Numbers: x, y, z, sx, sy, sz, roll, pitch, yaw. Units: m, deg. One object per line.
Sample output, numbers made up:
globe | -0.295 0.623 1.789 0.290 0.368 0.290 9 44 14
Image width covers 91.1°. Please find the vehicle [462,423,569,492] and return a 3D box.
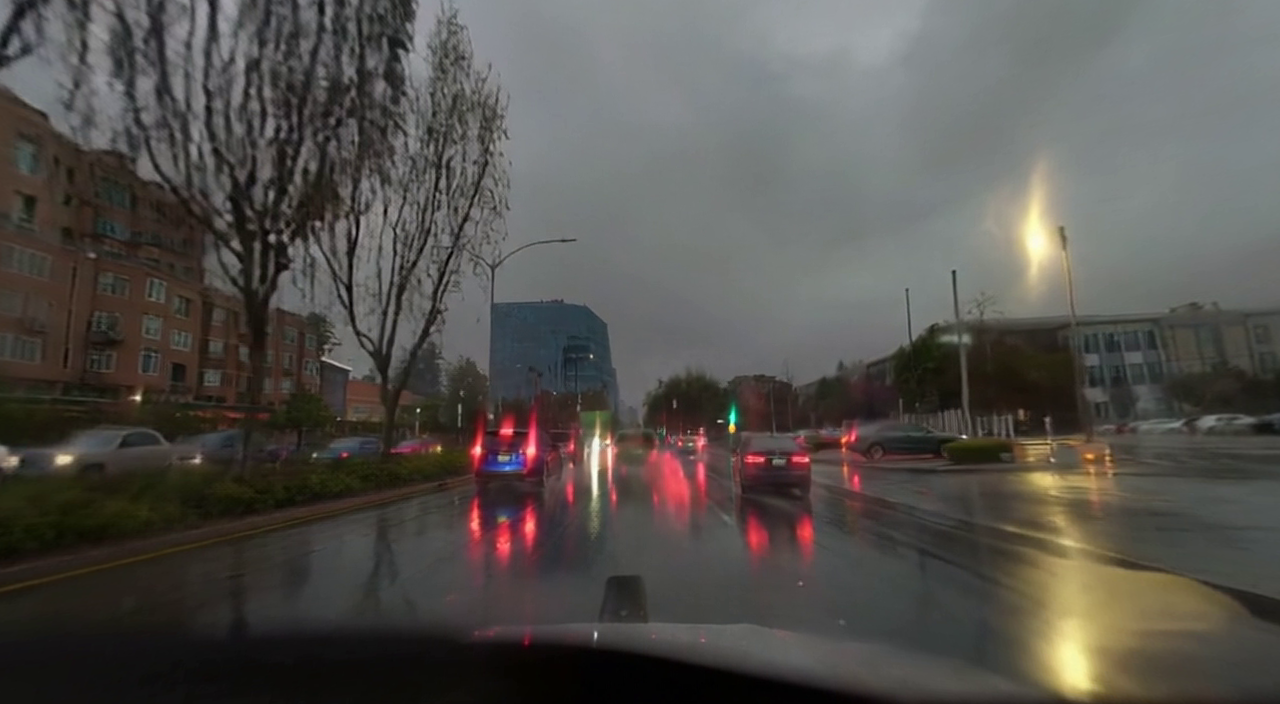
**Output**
vehicle | -3.394 2.976 18.038 2.047 1.710 4.314 0 -8 2

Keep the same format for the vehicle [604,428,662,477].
vehicle | -0.190 3.810 24.033 2.022 1.700 4.084 0 -8 1

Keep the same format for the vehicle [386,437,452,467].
vehicle | -12.178 5.532 34.885 1.924 1.511 4.640 0 -8 1

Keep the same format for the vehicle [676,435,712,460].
vehicle | 3.340 6.011 39.425 1.948 1.475 4.093 0 -8 0

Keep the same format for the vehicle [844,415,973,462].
vehicle | 12.411 4.037 29.257 4.991 1.978 2.090 -8 -11 43

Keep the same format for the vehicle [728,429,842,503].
vehicle | 3.346 2.696 15.271 1.847 1.554 3.885 0 -8 0

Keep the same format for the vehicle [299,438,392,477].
vehicle | -12.393 4.441 26.790 1.843 1.509 4.301 0 -8 0

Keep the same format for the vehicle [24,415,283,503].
vehicle | -12.277 2.764 16.599 2.245 1.908 5.613 0 -8 1
